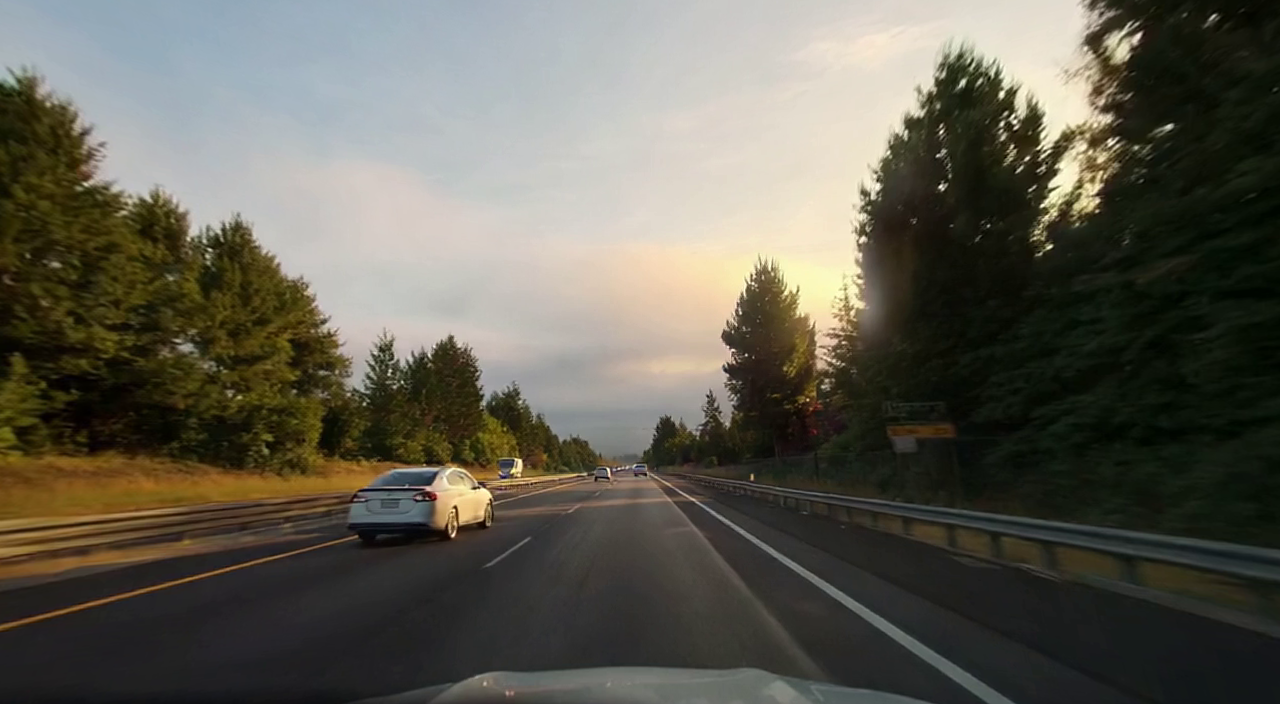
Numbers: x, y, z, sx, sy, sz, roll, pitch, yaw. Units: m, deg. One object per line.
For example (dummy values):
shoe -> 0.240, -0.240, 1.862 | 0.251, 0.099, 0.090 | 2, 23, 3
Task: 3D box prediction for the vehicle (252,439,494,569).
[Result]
vehicle -> -3.799, 2.265, 9.934 | 1.900, 1.550, 4.146 | 1, -10, 1
